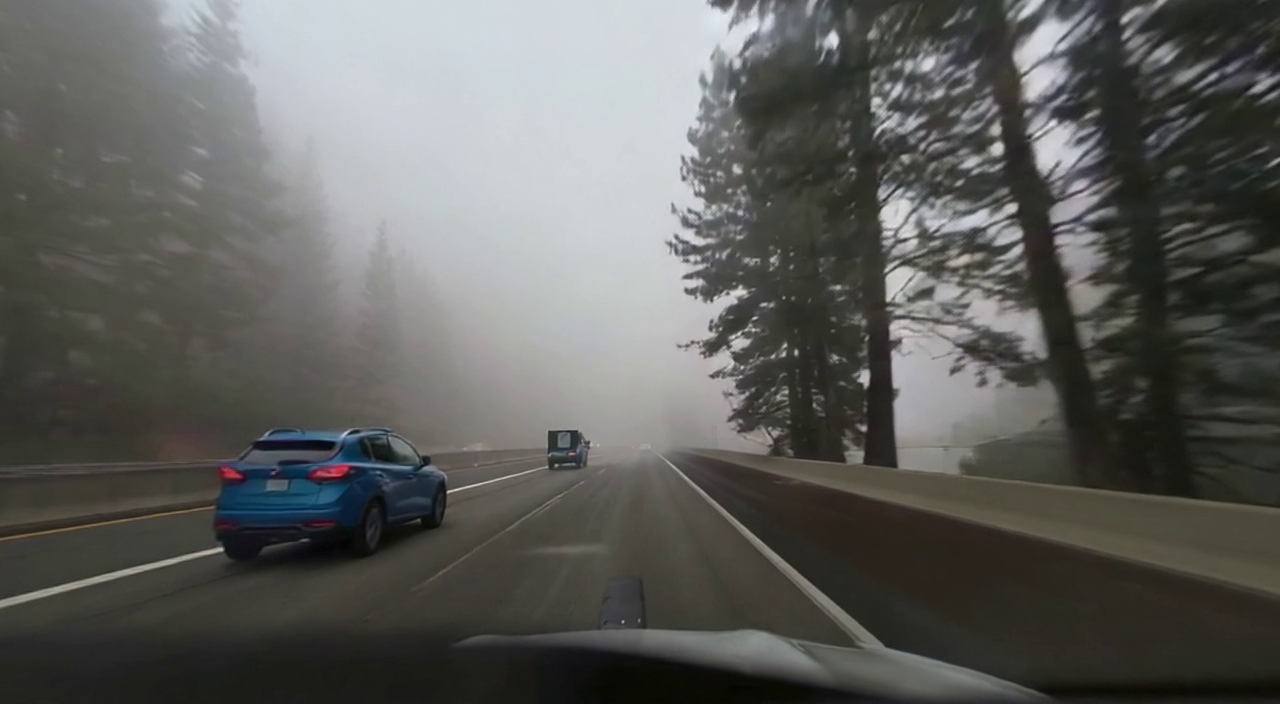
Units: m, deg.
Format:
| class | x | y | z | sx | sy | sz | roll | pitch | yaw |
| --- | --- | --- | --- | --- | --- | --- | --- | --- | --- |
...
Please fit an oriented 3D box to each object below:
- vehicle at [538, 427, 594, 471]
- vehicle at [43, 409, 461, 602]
| class | x | y | z | sx | sy | sz | roll | pitch | yaw |
| --- | --- | --- | --- | --- | --- | --- | --- | --- | --- |
| vehicle | -3.729 | 5.003 | 32.506 | 2.241 | 2.095 | 4.985 | 0 | -8 | 0 |
| vehicle | -3.914 | 1.621 | 7.632 | 2.053 | 1.589 | 4.671 | 0 | -8 | 1 |
